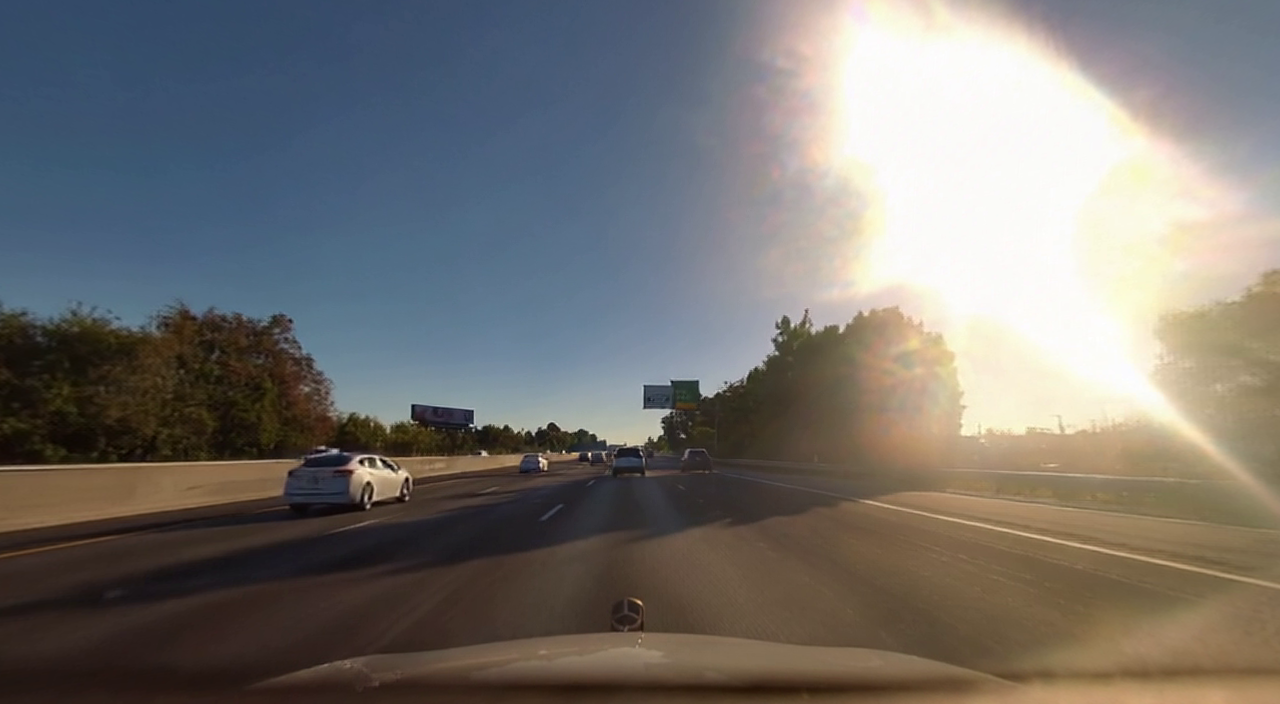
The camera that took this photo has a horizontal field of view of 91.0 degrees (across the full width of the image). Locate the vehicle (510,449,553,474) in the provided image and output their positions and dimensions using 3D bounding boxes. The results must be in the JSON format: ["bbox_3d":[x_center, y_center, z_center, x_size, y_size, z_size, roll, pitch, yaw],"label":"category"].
[{"bbox_3d":[-6.893,7.033,40.556,1.892,1.468,4.792,0,-9,0],"label":"vehicle"}]

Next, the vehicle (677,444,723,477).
[{"bbox_3d":[3.251,5.962,34.859,1.925,1.716,4.378,0,-9,-2],"label":"vehicle"}]

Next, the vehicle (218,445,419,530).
[{"bbox_3d":[-6.656,2.816,13.807,1.918,1.509,4.736,0,-9,0],"label":"vehicle"}]

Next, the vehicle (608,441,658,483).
[{"bbox_3d":[-0.311,4.998,28.994,2.127,1.749,4.776,0,-9,0],"label":"vehicle"}]
